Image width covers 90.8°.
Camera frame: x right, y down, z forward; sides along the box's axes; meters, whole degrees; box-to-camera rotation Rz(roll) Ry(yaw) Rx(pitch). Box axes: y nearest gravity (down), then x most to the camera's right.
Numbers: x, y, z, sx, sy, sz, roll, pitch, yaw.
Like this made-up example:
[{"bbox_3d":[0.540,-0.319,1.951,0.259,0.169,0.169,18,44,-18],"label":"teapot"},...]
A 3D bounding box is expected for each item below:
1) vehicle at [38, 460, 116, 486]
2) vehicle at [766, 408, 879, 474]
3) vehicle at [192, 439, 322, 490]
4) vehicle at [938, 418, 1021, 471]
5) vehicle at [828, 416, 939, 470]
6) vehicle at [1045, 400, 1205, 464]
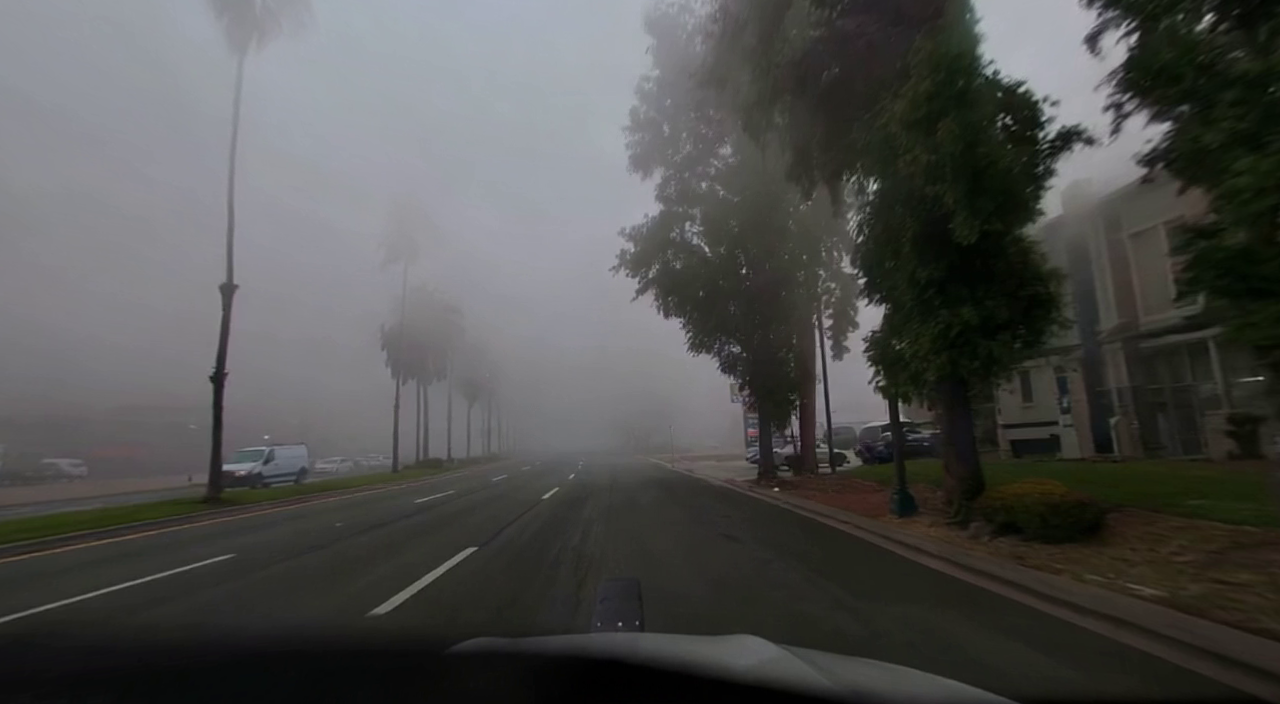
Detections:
[{"bbox_3d":[-39.065,8.384,43.899,3.759,1.475,1.863,-3,-7,3],"label":"vehicle"},{"bbox_3d":[8.984,4.350,30.730,5.942,2.851,2.531,8,-12,-44],"label":"vehicle"},{"bbox_3d":[-16.982,5.012,28.525,2.379,2.034,5.893,0,-9,-3],"label":"vehicle"},{"bbox_3d":[15.432,4.168,29.149,2.525,2.043,6.684,-7,-8,22],"label":"vehicle"},{"bbox_3d":[11.195,4.159,28.816,2.514,2.172,5.798,-9,-12,43],"label":"vehicle"},{"bbox_3d":[21.826,3.731,28.890,2.434,2.604,5.700,0,-9,-4],"label":"vehicle"}]
